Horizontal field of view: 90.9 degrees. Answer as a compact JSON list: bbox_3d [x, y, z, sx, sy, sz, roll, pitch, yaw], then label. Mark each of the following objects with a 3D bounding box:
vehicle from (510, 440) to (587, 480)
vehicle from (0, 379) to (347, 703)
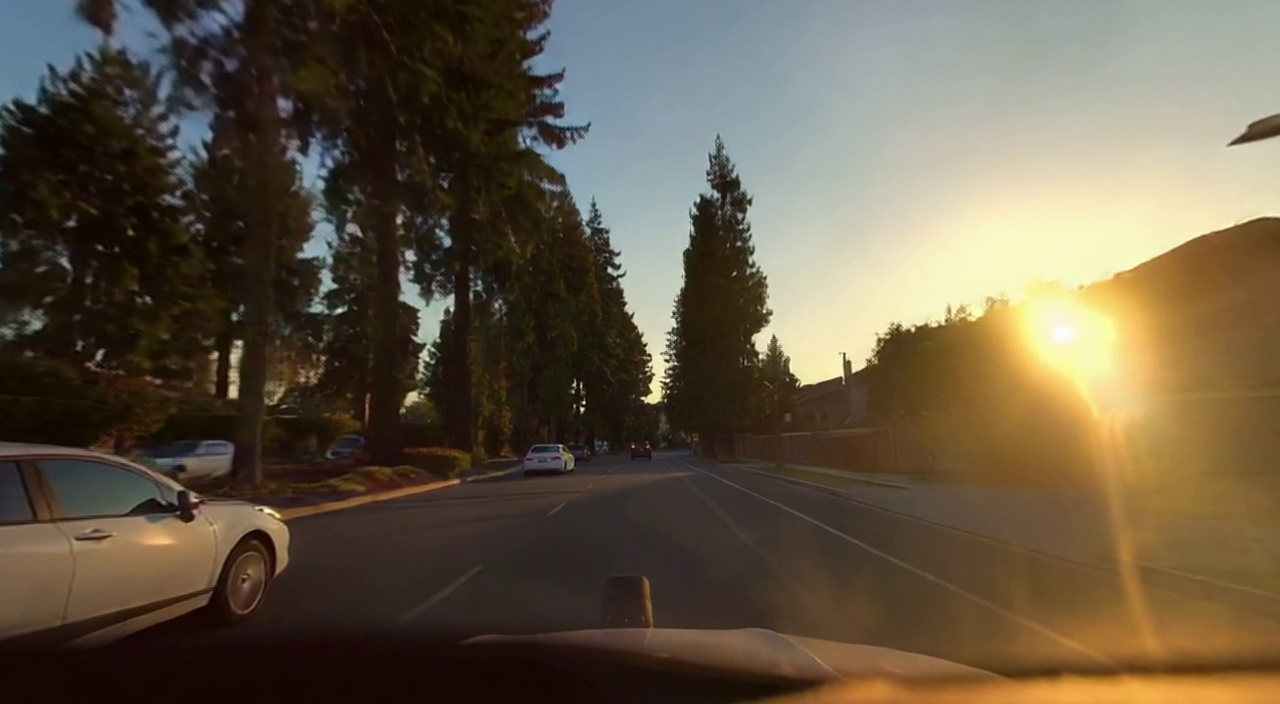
[{"bbox_3d":[-3.565,4.316,25.543,2.188,1.473,4.651,-1,-8,3],"label":"vehicle"},{"bbox_3d":[-4.113,1.028,3.809,2.190,1.545,4.943,0,-8,2],"label":"vehicle"}]
